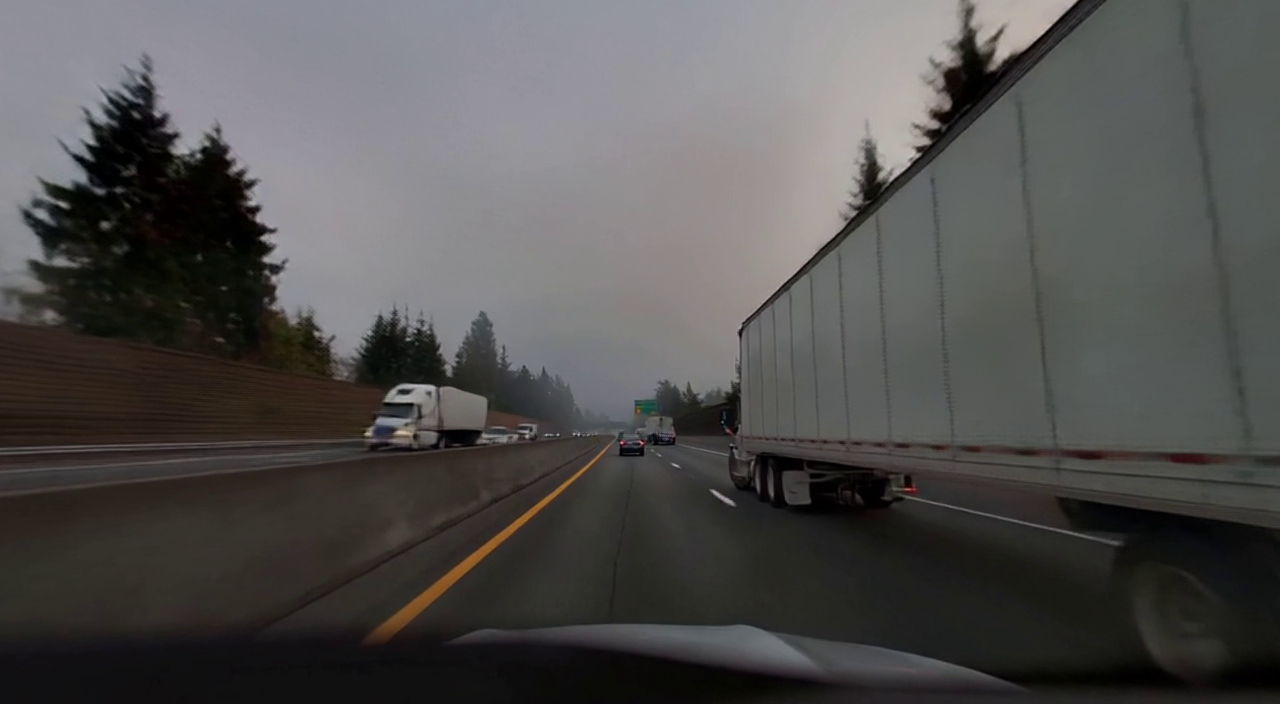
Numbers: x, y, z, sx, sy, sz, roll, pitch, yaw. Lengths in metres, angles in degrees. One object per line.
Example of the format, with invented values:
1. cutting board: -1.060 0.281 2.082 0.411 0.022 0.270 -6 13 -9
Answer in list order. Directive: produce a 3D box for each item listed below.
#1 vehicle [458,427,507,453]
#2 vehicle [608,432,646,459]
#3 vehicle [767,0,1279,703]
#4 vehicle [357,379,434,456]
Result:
1. vehicle: -9.475 5.340 38.272 1.906 1.499 4.537 0 -8 -1
2. vehicle: -0.767 5.577 37.761 2.119 1.480 4.000 0 -8 -1
3. vehicle: 4.252 0.060 5.883 2.953 4.045 13.843 0 -8 -1
4. vehicle: -13.054 3.553 33.889 2.996 3.936 2.677 0 -8 -1
